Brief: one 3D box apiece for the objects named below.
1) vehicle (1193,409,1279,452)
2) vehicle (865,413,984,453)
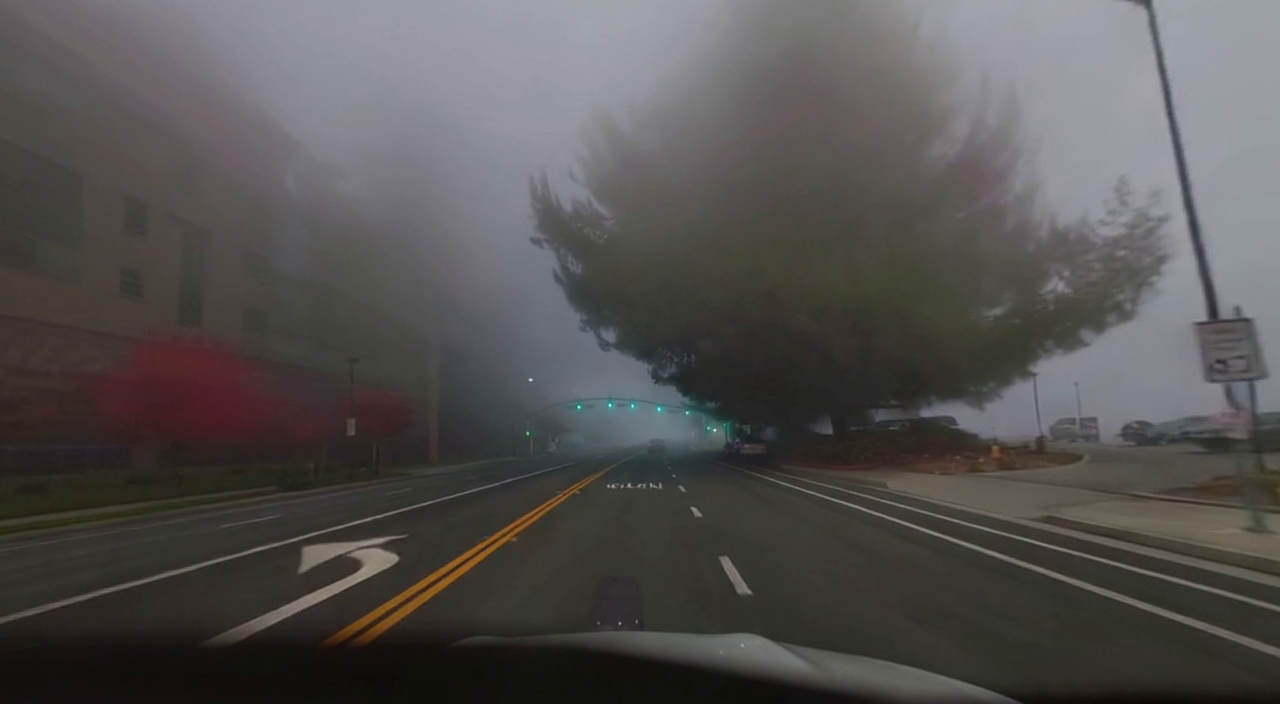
[{"bbox_3d":[24.003,2.972,23.627,1.943,1.531,4.579,1,-8,-8],"label":"vehicle"},{"bbox_3d":[16.015,4.618,35.723,5.546,2.117,2.443,0,-8,0],"label":"vehicle"}]
